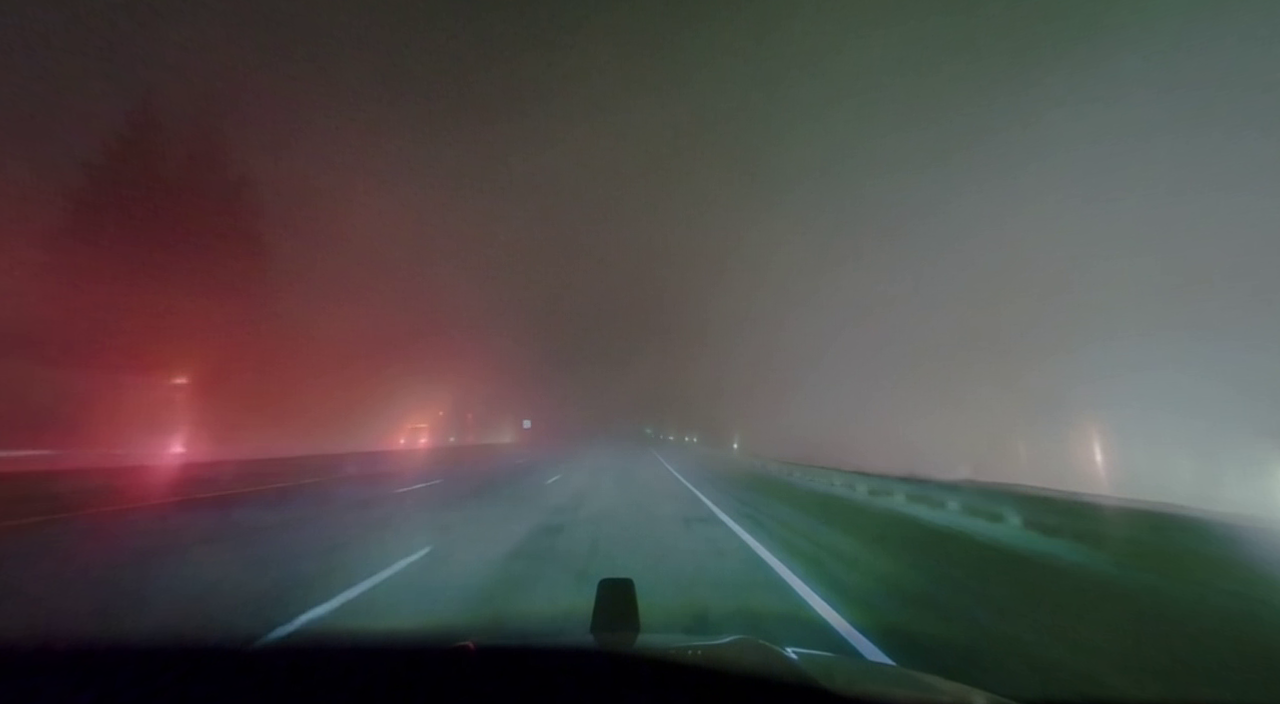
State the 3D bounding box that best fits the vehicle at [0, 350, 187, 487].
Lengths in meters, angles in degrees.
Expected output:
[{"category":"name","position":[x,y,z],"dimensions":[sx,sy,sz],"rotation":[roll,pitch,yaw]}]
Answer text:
[{"category":"vehicle","position":[-20.063,2.369,21.429],"dimensions":[2.880,3.962,8.395],"rotation":[0,-8,0]}]
